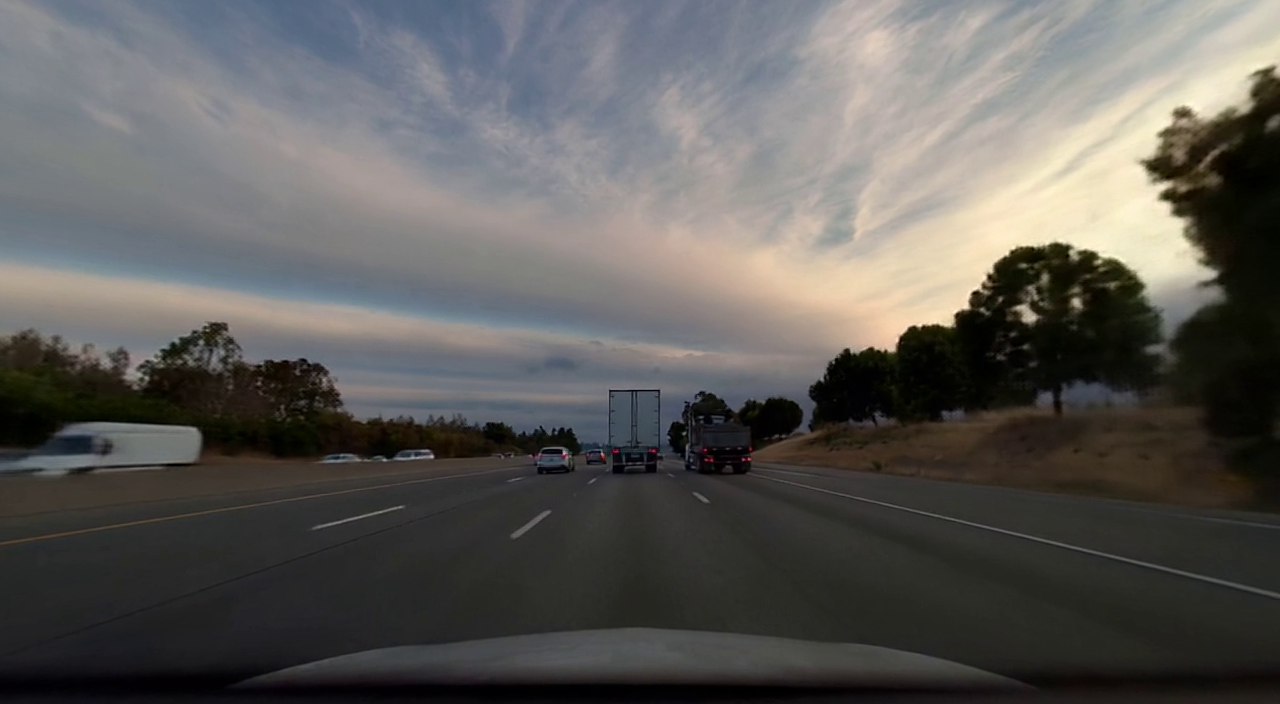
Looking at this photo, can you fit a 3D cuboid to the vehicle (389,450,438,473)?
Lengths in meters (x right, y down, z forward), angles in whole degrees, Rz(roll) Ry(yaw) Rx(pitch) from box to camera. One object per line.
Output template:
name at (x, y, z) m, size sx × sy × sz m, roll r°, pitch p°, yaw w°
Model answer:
vehicle at (-15.460, 7.455, 43.217) m, size 1.809 × 1.473 × 4.083 m, roll 0°, pitch -9°, yaw 0°

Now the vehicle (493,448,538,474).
vehicle at (-7.612, 6.682, 38.890) m, size 1.926 × 1.482 × 3.959 m, roll 0°, pitch -9°, yaw 1°

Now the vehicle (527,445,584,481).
vehicle at (-3.848, 5.123, 29.386) m, size 2.061 × 1.555 × 3.900 m, roll 0°, pitch -9°, yaw 0°

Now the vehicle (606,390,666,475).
vehicle at (-0.294, 4.793, 36.298) m, size 2.875 × 4.056 × 12.312 m, roll 0°, pitch -9°, yaw -1°

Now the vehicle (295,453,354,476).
vehicle at (-22.505, 8.049, 45.151) m, size 1.905 × 1.516 × 4.417 m, roll 0°, pitch -9°, yaw 0°

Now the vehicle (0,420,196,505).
vehicle at (-19.077, 3.754, 21.878) m, size 2.232 × 2.446 × 6.951 m, roll 0°, pitch -9°, yaw 0°

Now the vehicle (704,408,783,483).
vehicle at (4.252, 3.955, 26.658) m, size 2.565 × 2.902 × 3.798 m, roll 0°, pitch -9°, yaw -1°
